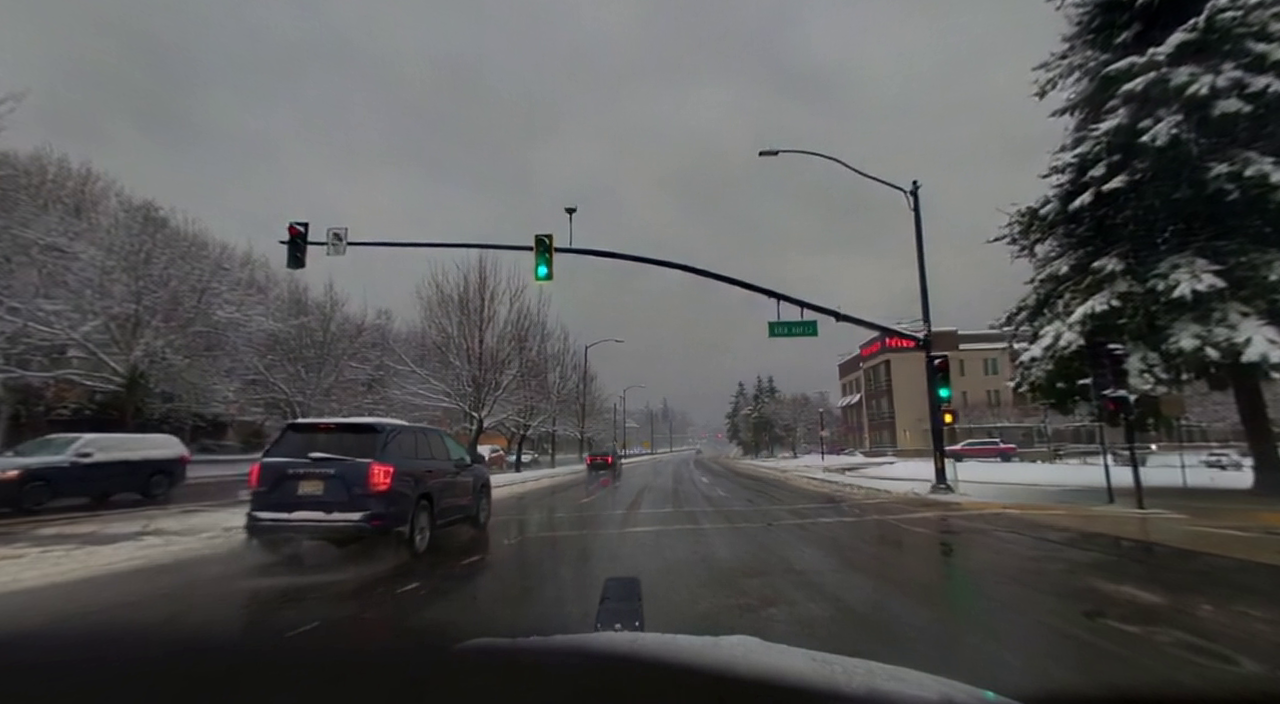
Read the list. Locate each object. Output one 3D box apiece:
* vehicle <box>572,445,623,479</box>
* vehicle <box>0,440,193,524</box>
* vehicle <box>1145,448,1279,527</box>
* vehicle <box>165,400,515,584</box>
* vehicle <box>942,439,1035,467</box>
[{"bbox_3d":[-2.102,5.612,32.425,1.976,1.571,4.649,-1,-9,4],"label":"vehicle"},{"bbox_3d":[-11.868,2.568,12.958,1.914,1.433,4.455,-1,-9,4],"label":"vehicle"},{"bbox_3d":[13.644,2.830,13.777,5.074,1.442,2.216,5,-10,-29],"label":"vehicle"},{"bbox_3d":[-3.522,1.784,8.878,2.305,1.833,4.912,-1,-9,3],"label":"vehicle"},{"bbox_3d":[25.921,7.579,47.346,2.429,1.938,6.118,2,-9,-14],"label":"vehicle"}]
